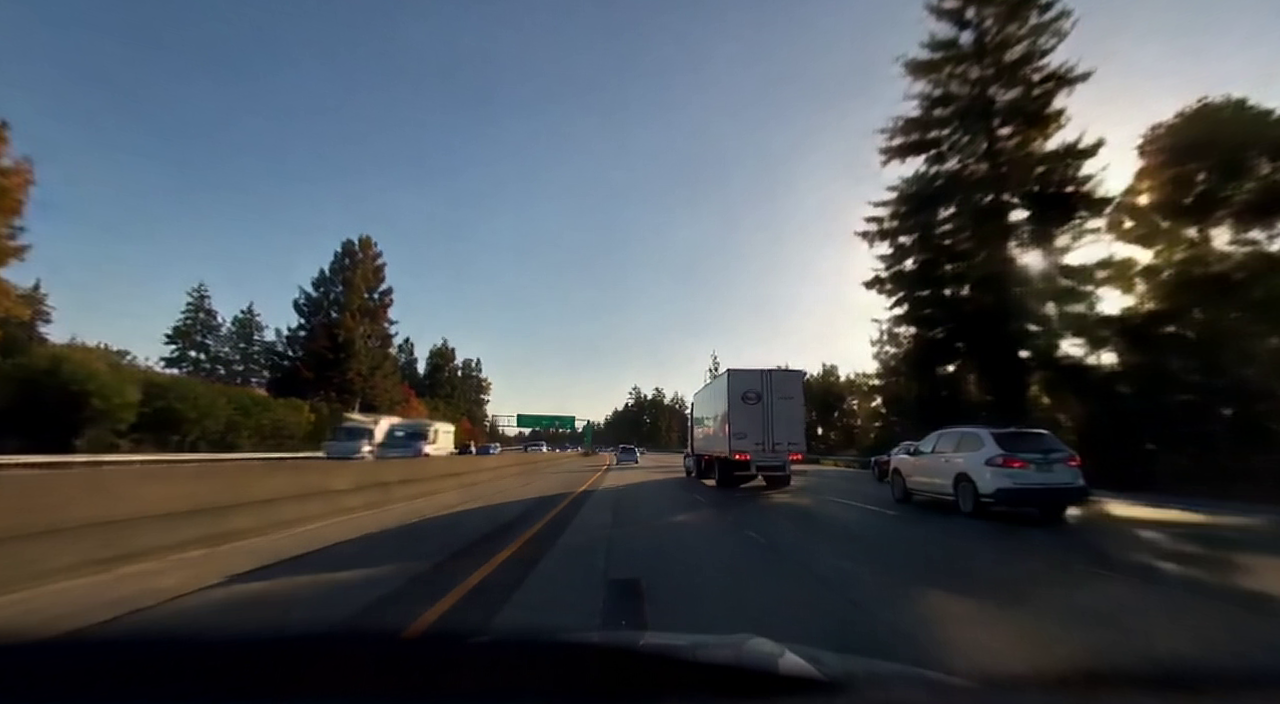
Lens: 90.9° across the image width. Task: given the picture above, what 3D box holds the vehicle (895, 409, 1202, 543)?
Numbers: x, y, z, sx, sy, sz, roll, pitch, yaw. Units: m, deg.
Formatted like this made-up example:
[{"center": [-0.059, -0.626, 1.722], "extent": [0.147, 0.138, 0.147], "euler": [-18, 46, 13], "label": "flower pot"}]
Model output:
[{"center": [6.844, 2.153, 11.526], "extent": [2.128, 1.872, 5.043], "euler": [0, -9, -1], "label": "vehicle"}]

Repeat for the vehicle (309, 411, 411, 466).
[{"center": [-16.020, 5.091, 36.730], "extent": [2.609, 2.862, 7.328], "euler": [0, -9, -1], "label": "vehicle"}]

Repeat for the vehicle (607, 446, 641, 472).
[{"center": [-1.012, 6.970, 41.235], "extent": [2.111, 1.599, 3.859], "euler": [0, -9, -1], "label": "vehicle"}]

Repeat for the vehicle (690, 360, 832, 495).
[{"center": [4.166, 3.325, 25.905], "extent": [2.890, 4.006, 14.039], "euler": [0, -9, -1], "label": "vehicle"}]

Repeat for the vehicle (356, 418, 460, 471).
[{"center": [-8.801, 3.607, 24.428], "extent": [2.221, 1.825, 4.781], "euler": [0, -9, 0], "label": "vehicle"}]
